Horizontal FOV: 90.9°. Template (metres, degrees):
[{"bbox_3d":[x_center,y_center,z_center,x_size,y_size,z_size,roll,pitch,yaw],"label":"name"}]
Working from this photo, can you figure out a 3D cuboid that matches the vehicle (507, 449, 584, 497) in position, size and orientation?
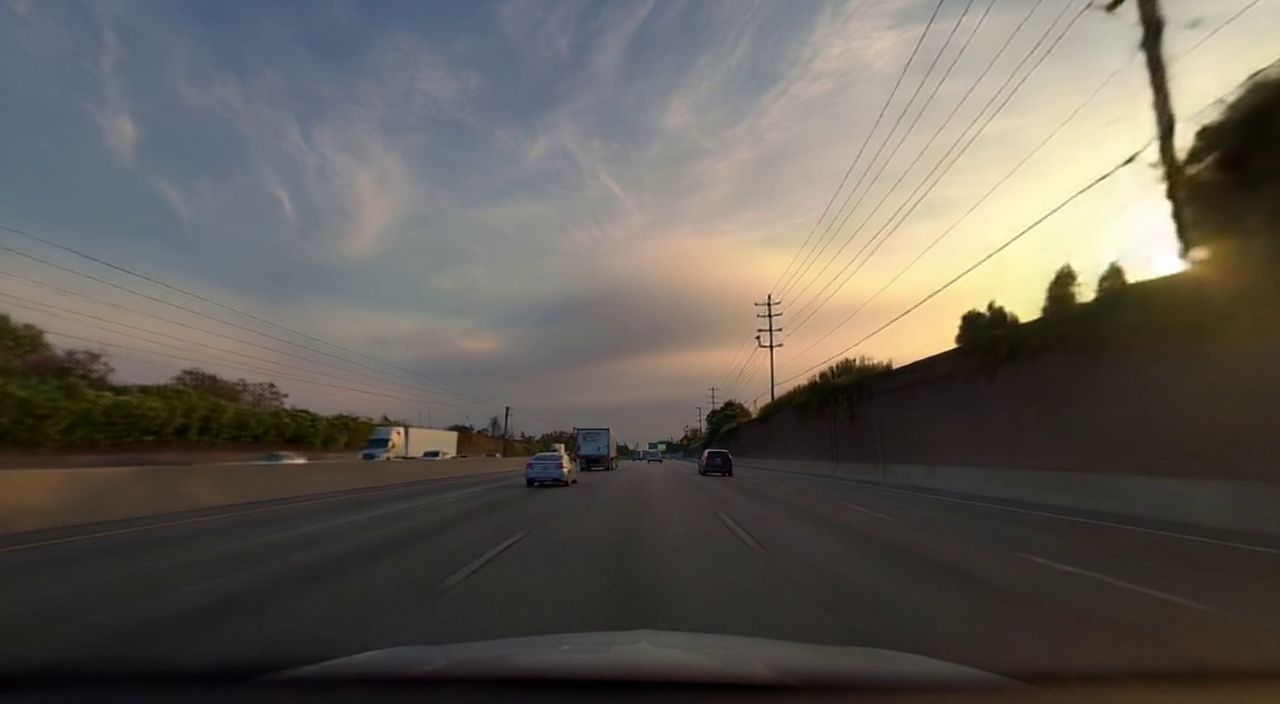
[{"bbox_3d":[-3.187,4.156,22.088,2.004,1.498,4.043,0,-9,1],"label":"vehicle"}]

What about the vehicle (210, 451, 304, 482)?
[{"bbox_3d":[-19.251,5.747,31.902,1.988,1.452,4.228,0,-9,2],"label":"vehicle"}]

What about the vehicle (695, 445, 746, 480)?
[{"bbox_3d":[4.426,6.177,35.482,2.214,1.799,4.627,0,-9,-1],"label":"vehicle"}]

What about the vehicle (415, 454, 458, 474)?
[{"bbox_3d":[-14.969,8.264,46.514,1.773,1.382,3.814,0,-9,2],"label":"vehicle"}]

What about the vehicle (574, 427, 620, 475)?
[{"bbox_3d":[-2.933,7.081,45.282,2.632,3.153,6.879,0,-9,2],"label":"vehicle"}]
